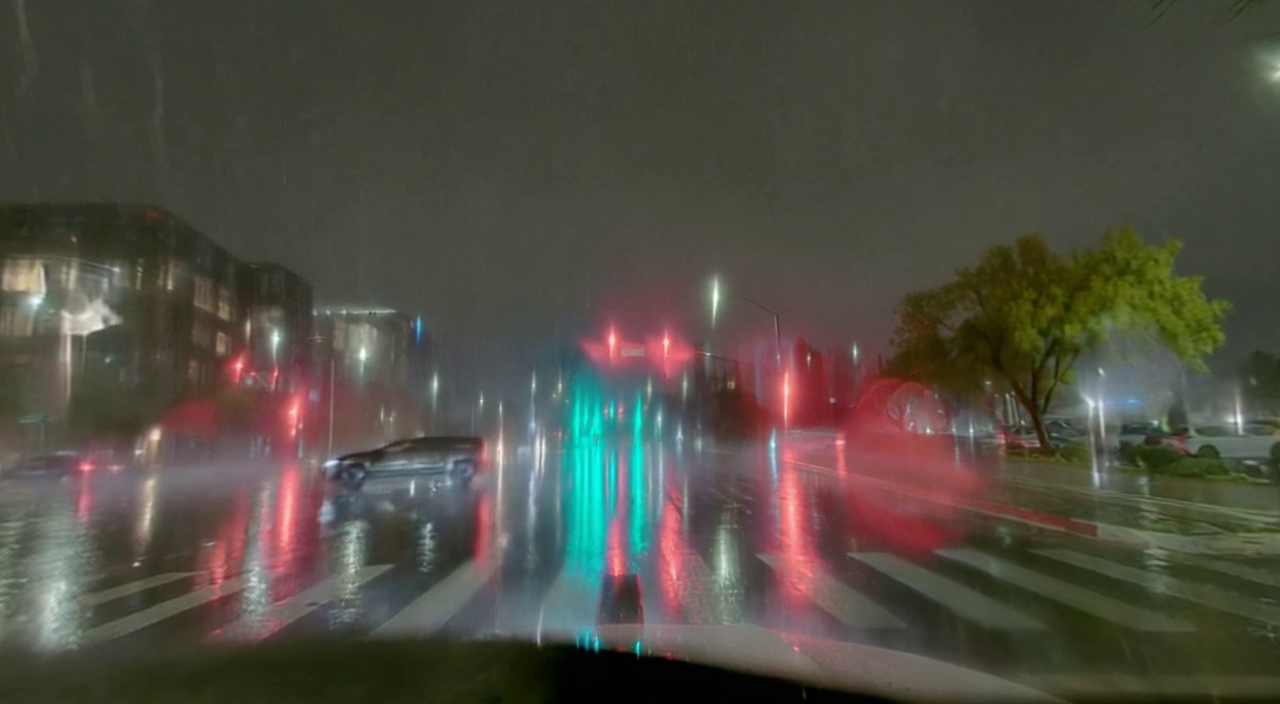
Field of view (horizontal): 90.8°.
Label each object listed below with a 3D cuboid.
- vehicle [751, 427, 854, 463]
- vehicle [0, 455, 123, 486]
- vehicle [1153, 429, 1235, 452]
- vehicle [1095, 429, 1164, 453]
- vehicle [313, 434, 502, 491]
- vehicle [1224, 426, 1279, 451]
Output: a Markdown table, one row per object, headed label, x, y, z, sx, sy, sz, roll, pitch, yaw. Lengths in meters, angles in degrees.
| label | x | y | z | sx | sy | sz | roll | pitch | yaw |
| --- | --- | --- | --- | --- | --- | --- | --- | --- | --- |
| vehicle | 8.133 | 4.695 | 31.857 | 4.571 | 1.698 | 1.977 | -7 | -11 | 40 |
| vehicle | -26.445 | 5.404 | 28.880 | 4.046 | 1.306 | 1.719 | 0 | -8 | -1 |
| vehicle | 36.581 | 5.878 | 41.831 | 1.726 | 1.429 | 4.163 | -1 | -8 | 2 |
| vehicle | 33.269 | 6.090 | 43.094 | 2.090 | 1.494 | 4.321 | -3 | -9 | 15 |
| vehicle | -6.699 | 3.178 | 18.585 | 4.916 | 1.504 | 1.846 | 2 | -9 | -19 |
| vehicle | 42.271 | 5.731 | 41.918 | 2.037 | 1.614 | 5.175 | 0 | -8 | 0 |
